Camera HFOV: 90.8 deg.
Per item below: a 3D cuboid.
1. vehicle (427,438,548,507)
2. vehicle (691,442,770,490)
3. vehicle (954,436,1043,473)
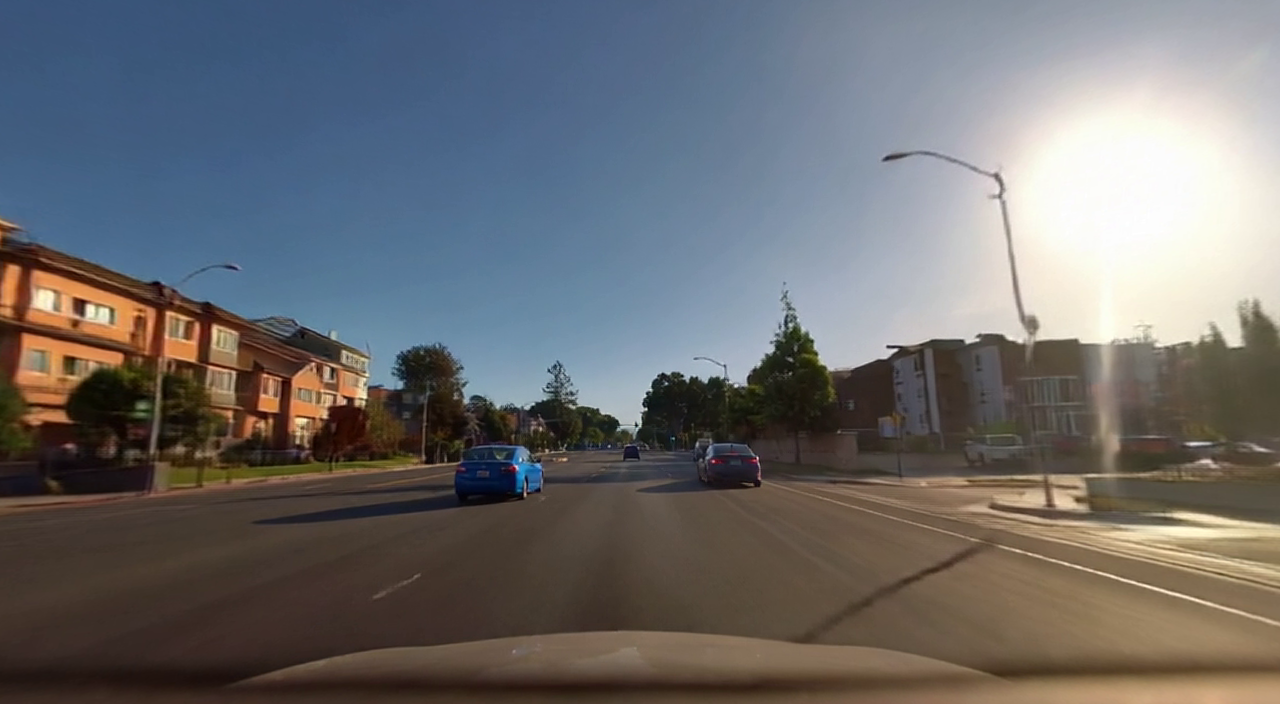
[{"bbox_3d":[-3.726,3.009,16.218,2.062,1.527,4.044,0,-8,0],"label":"vehicle"},{"bbox_3d":[2.974,3.853,21.736,1.978,1.471,4.426,0,-9,-1],"label":"vehicle"},{"bbox_3d":[19.441,5.589,34.587,1.961,1.861,4.757,0,-9,-1],"label":"vehicle"}]
